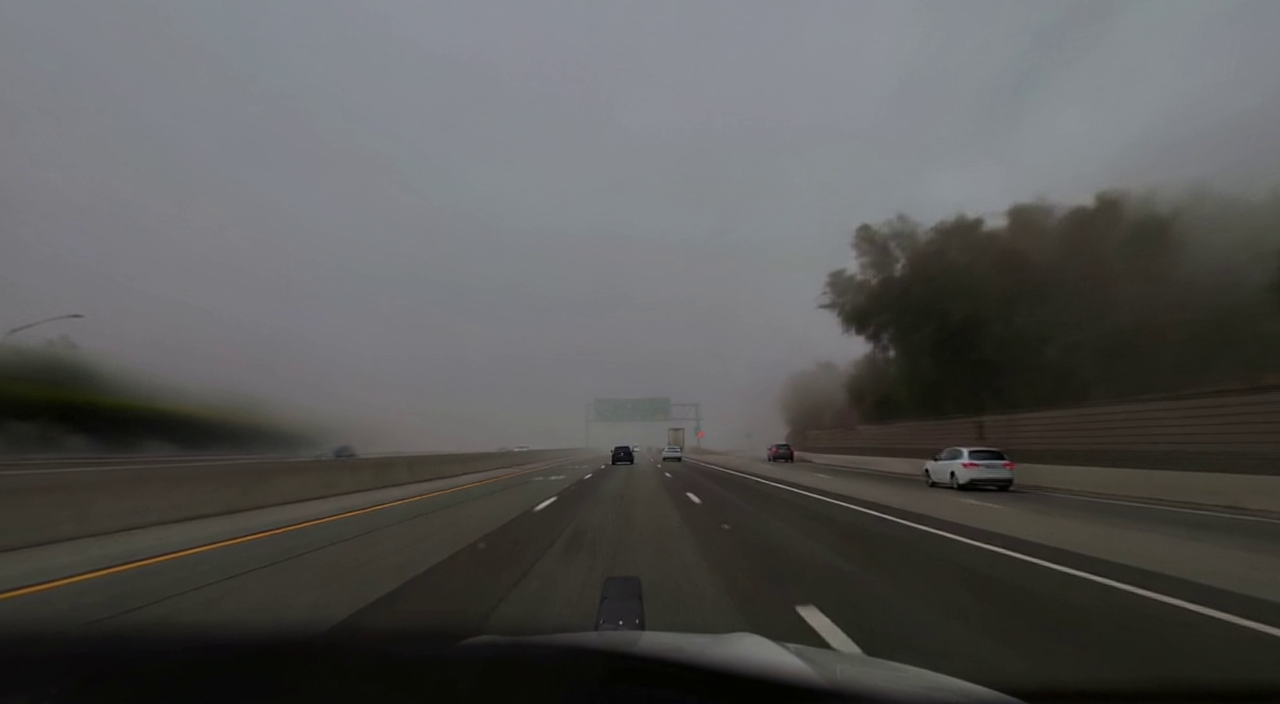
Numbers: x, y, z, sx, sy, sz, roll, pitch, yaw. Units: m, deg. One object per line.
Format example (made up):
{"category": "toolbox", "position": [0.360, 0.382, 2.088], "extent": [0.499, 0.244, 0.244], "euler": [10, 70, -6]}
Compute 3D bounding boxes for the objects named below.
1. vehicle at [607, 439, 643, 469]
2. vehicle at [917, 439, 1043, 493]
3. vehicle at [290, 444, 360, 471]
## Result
{"category": "vehicle", "position": [-0.899, 6.269, 38.895], "extent": [2.121, 1.739, 4.087], "euler": [0, -9, 0]}
{"category": "vehicle", "position": [11.605, 3.888, 21.985], "extent": [1.912, 1.673, 4.438], "euler": [0, -9, 0]}
{"category": "vehicle", "position": [-19.058, 6.373, 38.440], "extent": [1.937, 1.492, 4.536], "euler": [0, -9, -1]}
